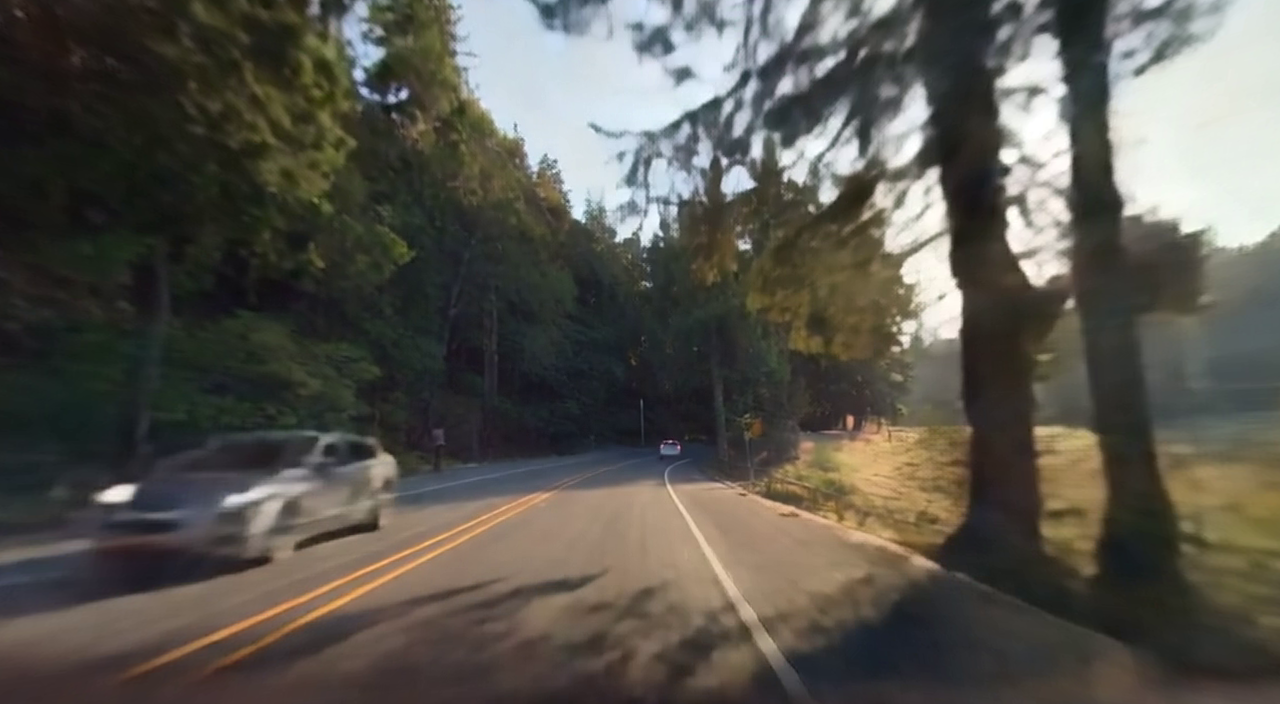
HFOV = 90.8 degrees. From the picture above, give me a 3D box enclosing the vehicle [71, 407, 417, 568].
[{"bbox_3d":[-5.063,1.792,9.029,2.140,1.727,4.202,0,-9,1],"label":"vehicle"}]
